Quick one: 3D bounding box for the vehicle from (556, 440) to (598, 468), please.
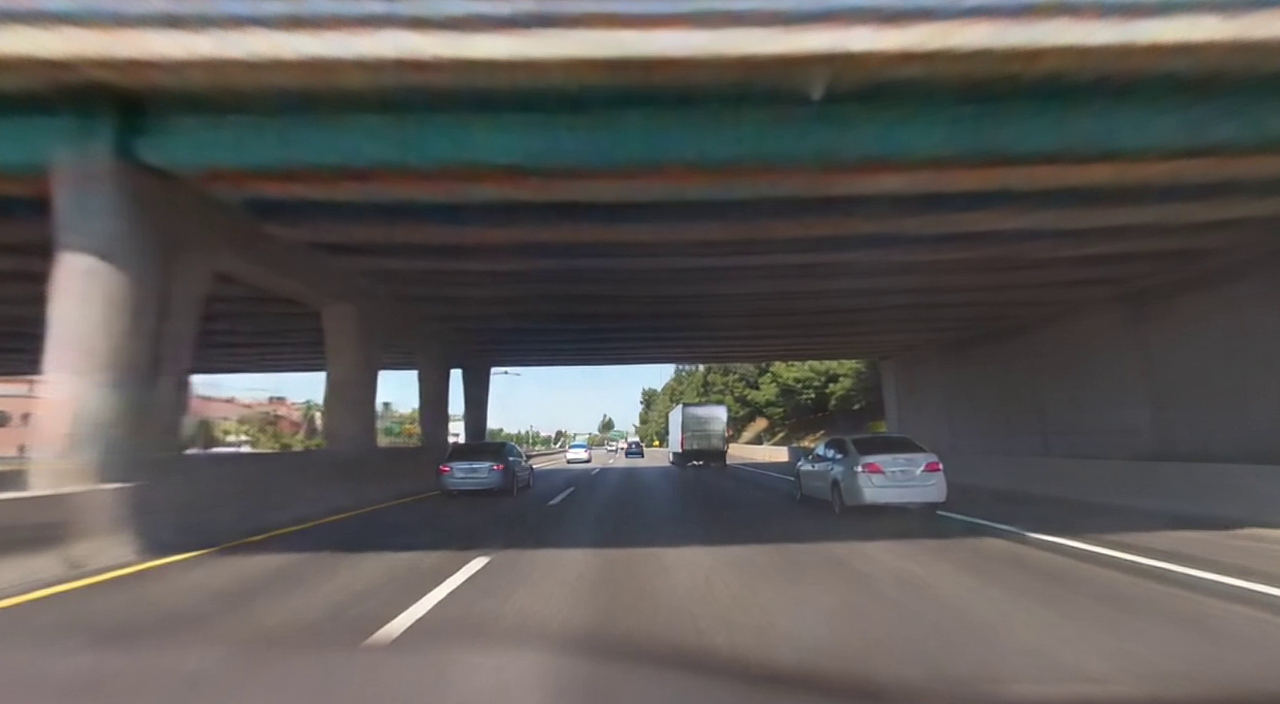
[{"bbox_3d":[-3.607,5.896,36.717,2.064,1.479,4.370,-1,-8,-1],"label":"vehicle"}]

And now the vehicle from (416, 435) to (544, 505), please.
[{"bbox_3d":[-3.885,2.942,16.232,2.122,1.486,4.532,-1,-8,0],"label":"vehicle"}]

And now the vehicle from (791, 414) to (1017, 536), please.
[{"bbox_3d":[4.114,1.978,10.717,2.001,1.625,4.088,-1,-8,-1],"label":"vehicle"}]

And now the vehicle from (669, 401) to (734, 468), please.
[{"bbox_3d":[3.627,5.319,40.241,2.824,3.585,11.410,-1,-8,-1],"label":"vehicle"}]
